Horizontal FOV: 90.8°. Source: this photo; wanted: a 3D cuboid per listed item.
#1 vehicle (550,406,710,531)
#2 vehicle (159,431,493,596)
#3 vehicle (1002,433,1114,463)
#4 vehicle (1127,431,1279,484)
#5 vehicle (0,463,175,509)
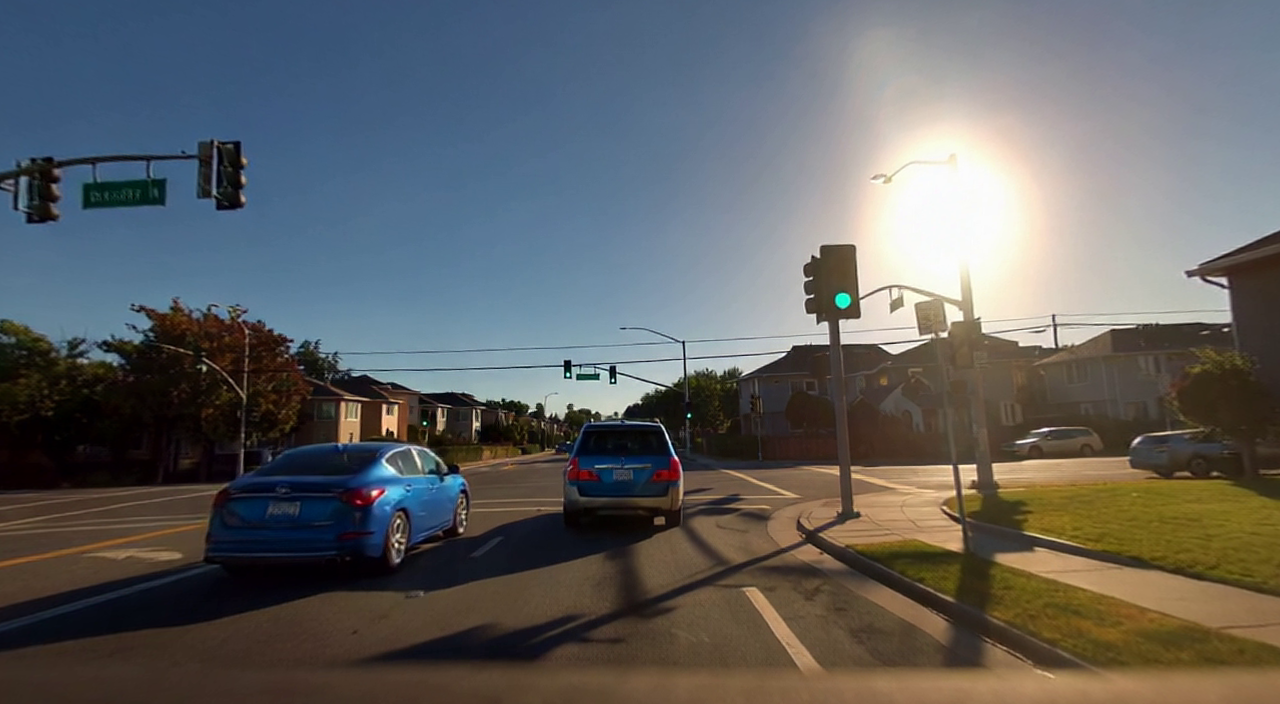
[{"bbox_3d":[-0.188,2.100,11.921,2.396,1.881,4.606,0,-8,-1],"label":"vehicle"},{"bbox_3d":[-3.334,1.777,7.910,1.934,1.459,4.368,0,-8,0],"label":"vehicle"},{"bbox_3d":[21.351,4.930,32.471,4.353,1.431,1.876,-2,-9,14],"label":"vehicle"},{"bbox_3d":[17.234,3.006,18.117,4.715,1.439,1.874,-2,-9,14],"label":"vehicle"},{"bbox_3d":[-19.365,4.660,22.233,4.678,1.417,2.065,-2,-9,10],"label":"vehicle"}]
